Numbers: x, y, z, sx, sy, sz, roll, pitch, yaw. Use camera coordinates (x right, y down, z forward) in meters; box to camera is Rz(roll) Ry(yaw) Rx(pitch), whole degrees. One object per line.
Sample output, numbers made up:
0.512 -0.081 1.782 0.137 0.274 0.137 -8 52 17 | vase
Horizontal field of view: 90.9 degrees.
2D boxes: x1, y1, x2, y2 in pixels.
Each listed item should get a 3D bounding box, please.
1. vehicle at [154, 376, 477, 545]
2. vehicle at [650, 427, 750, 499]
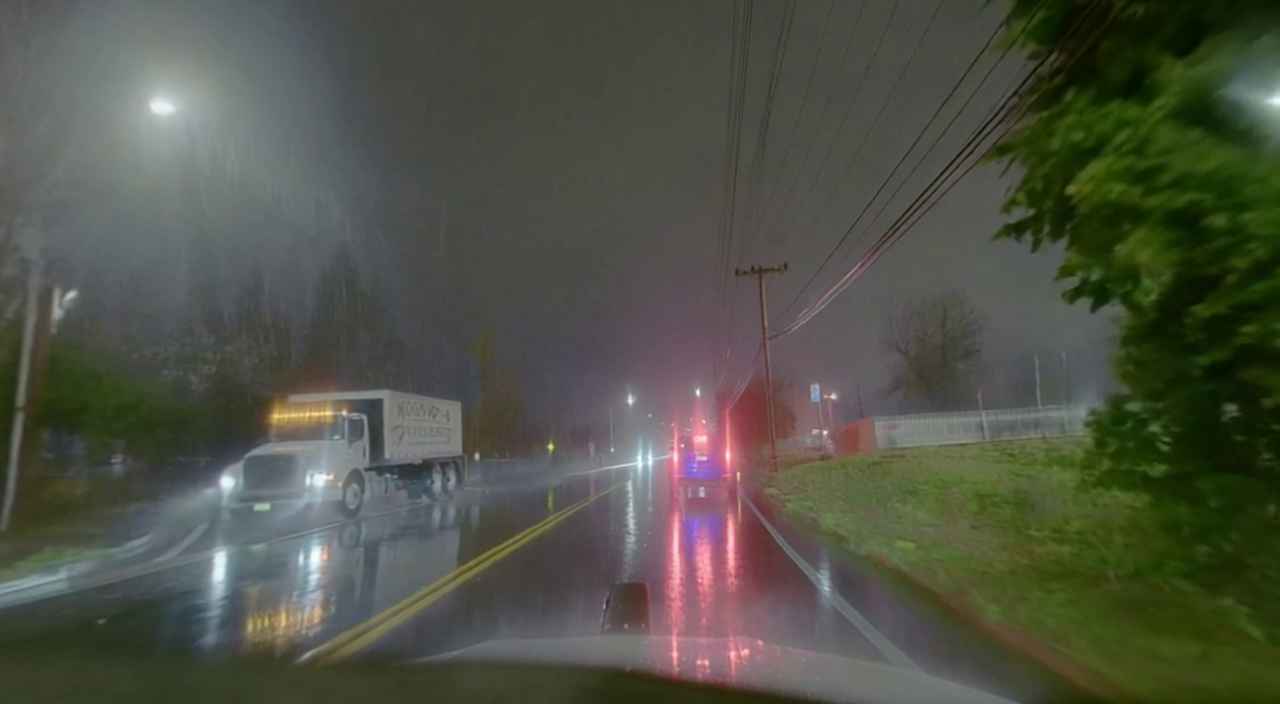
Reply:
-7.632 2.520 16.456 3.395 3.071 7.634 -8 -6 10 | vehicle
1.403 2.617 15.171 2.081 1.503 3.726 -1 -8 5 | vehicle
